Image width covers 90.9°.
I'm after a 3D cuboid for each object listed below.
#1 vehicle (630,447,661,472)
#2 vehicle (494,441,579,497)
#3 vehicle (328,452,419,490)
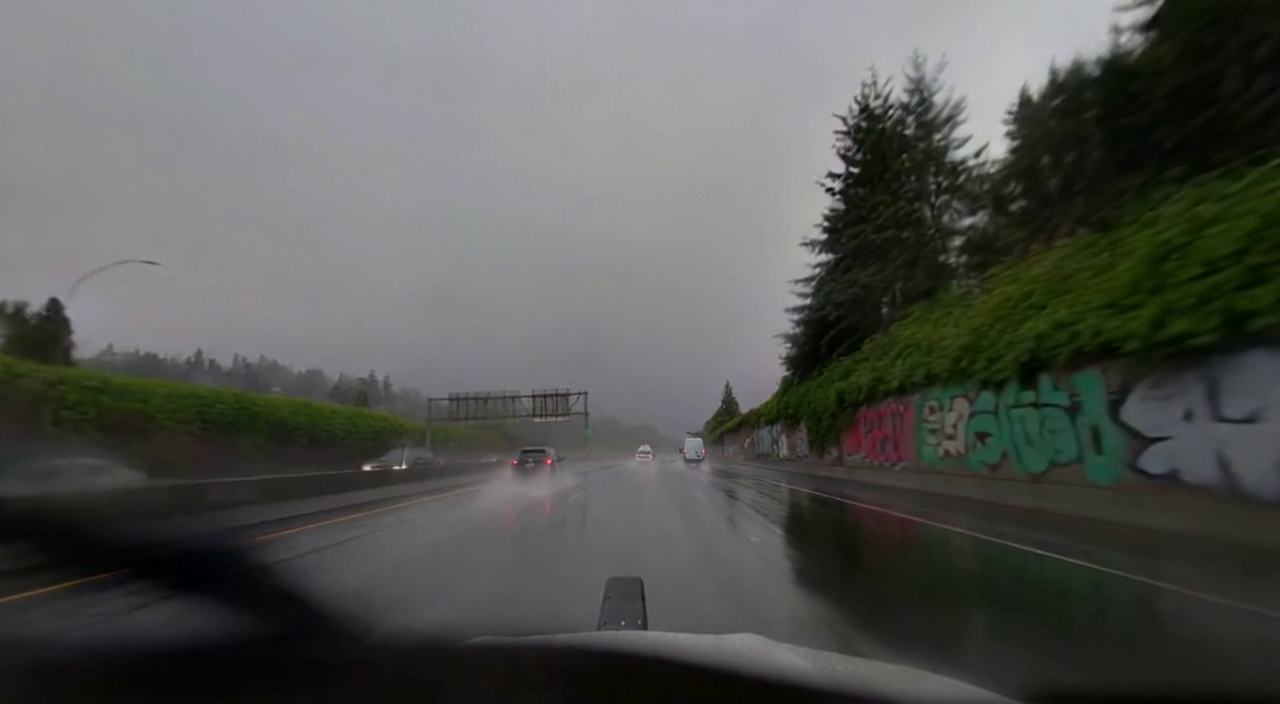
[{"bbox_3d":[0.395,7.539,44.457,2.108,1.663,3.159,0,-9,1],"label":"vehicle"},{"bbox_3d":[-3.258,3.789,20.784,1.964,1.618,4.489,0,-9,1],"label":"vehicle"},{"bbox_3d":[-11.791,5.272,28.287,2.058,1.540,4.479,0,-9,1],"label":"vehicle"}]
